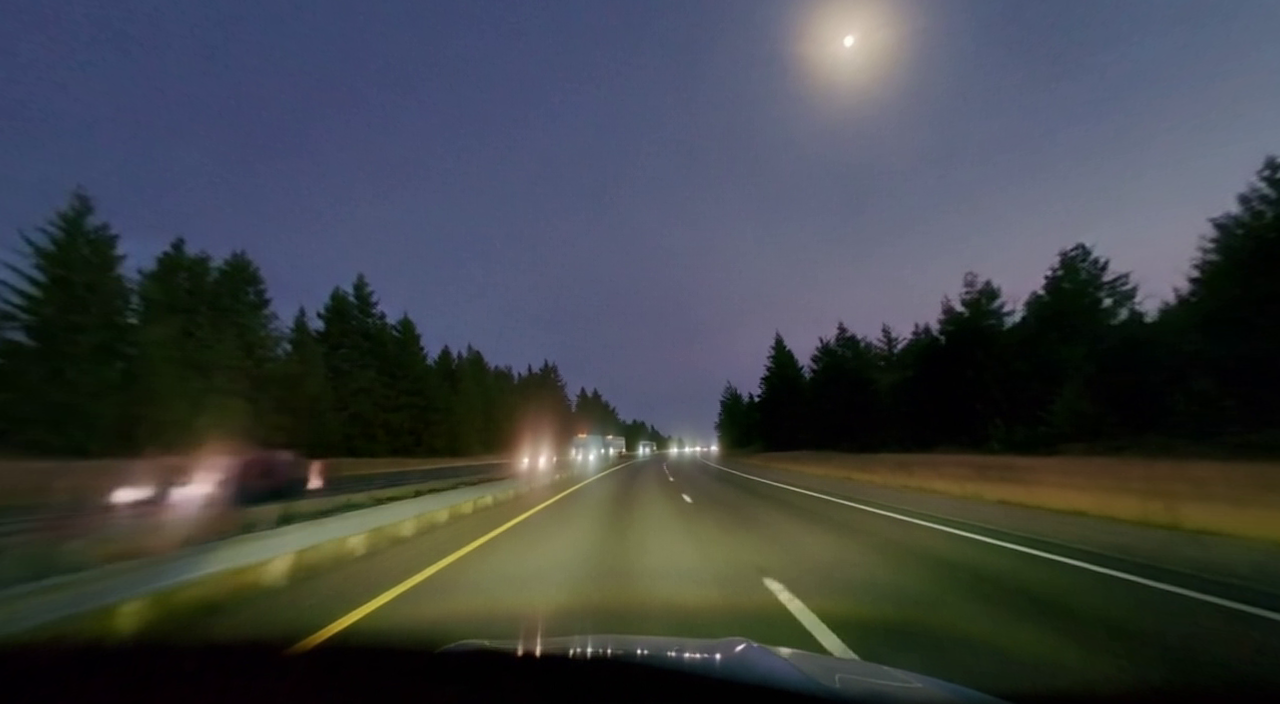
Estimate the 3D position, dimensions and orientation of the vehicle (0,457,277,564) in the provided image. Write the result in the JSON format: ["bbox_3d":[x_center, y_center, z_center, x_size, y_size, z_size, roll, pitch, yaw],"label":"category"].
[{"bbox_3d":[-8.951,2.693,11.522,1.883,1.465,4.631,0,-9,0],"label":"vehicle"}]

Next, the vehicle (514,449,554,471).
[{"bbox_3d":[-8.004,8.186,48.034,2.069,1.606,4.753,-1,-9,2],"label":"vehicle"}]
